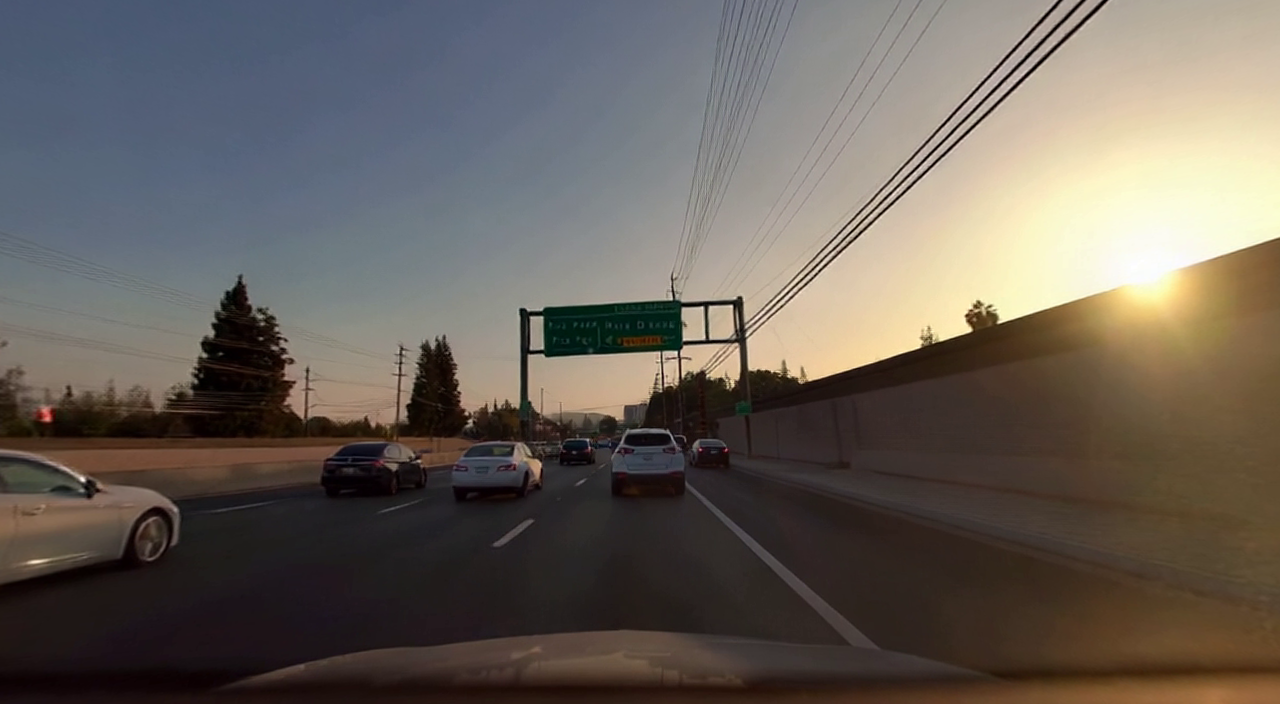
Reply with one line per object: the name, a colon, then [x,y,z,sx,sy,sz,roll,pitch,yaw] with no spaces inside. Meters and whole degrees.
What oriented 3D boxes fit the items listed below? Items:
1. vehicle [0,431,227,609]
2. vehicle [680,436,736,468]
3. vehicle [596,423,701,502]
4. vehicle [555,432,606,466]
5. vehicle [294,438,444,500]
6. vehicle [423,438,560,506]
vehicle: [-6.242,1.469,5.785,1.958,1.447,4.454,0,-8,-1]
vehicle: [3.275,4.911,31.222,2.197,1.464,4.356,0,-8,-1]
vehicle: [0.178,2.714,15.858,2.284,1.699,4.168,0,-8,0]
vehicle: [-3.246,5.459,35.633,2.353,1.773,4.286,0,-8,1]
vehicle: [-7.140,3.121,17.312,1.959,1.435,4.719,0,-8,1]
vehicle: [-3.417,2.871,15.633,2.203,1.425,4.610,0,-8,1]
